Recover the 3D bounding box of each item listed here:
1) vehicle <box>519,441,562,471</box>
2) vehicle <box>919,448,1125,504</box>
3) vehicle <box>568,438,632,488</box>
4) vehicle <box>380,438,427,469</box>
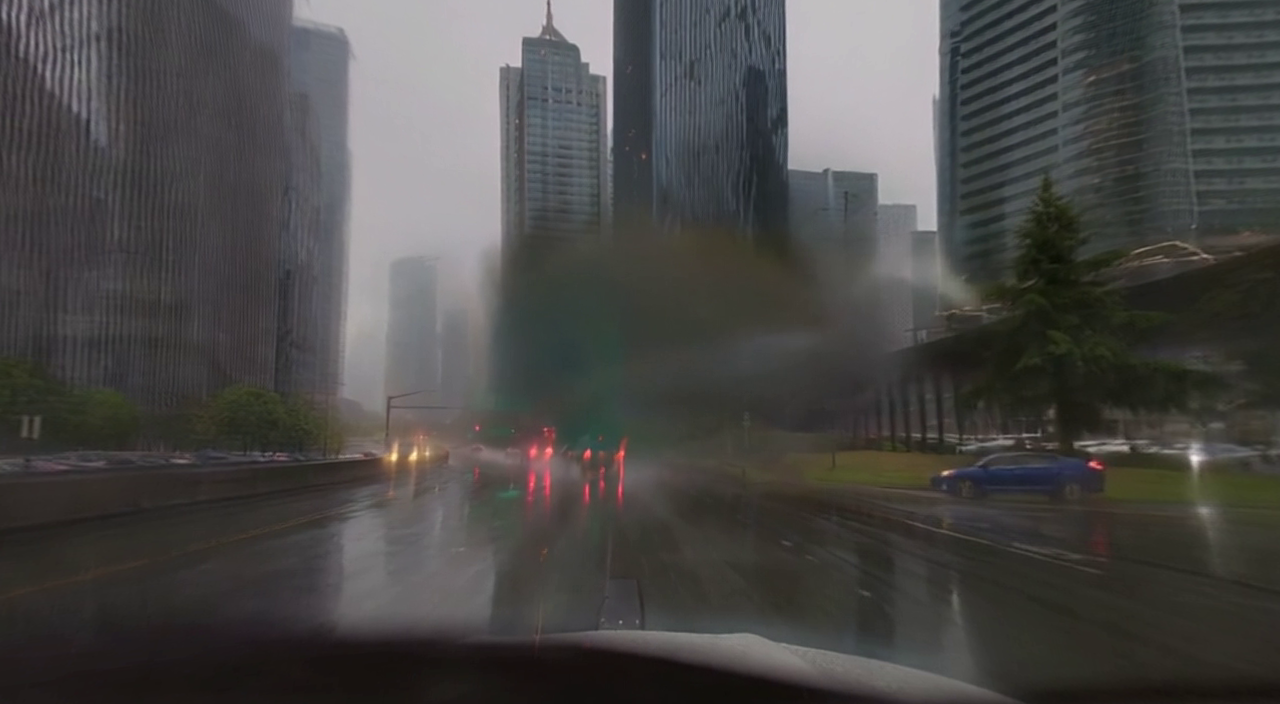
[{"bbox_3d":[-6.261,6.446,39.167,2.121,1.728,4.161,3,-9,-16],"label":"vehicle"},{"bbox_3d":[11.080,3.620,18.640,4.645,1.505,2.100,-1,-9,7],"label":"vehicle"},{"bbox_3d":[-1.467,4.111,23.682,2.183,1.675,4.319,0,-9,-3],"label":"vehicle"},{"bbox_3d":[-17.315,7.542,46.467,2.334,1.945,5.298,6,-12,-12],"label":"vehicle"}]
